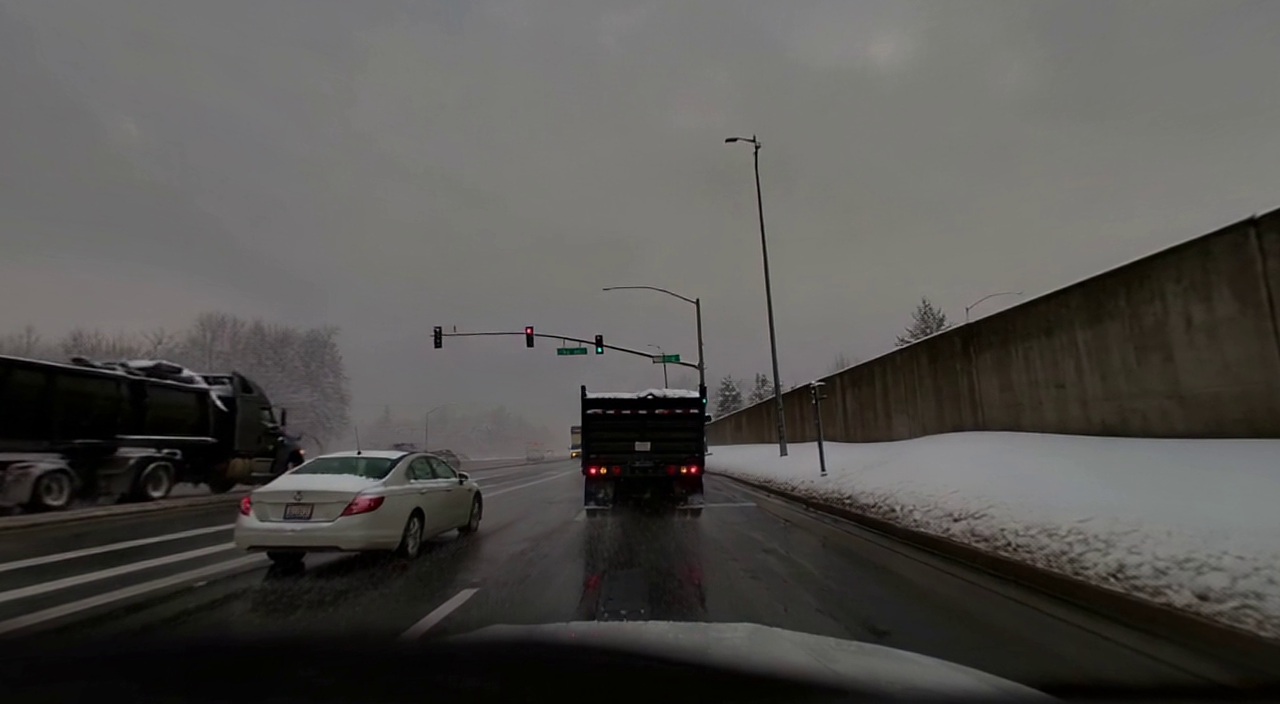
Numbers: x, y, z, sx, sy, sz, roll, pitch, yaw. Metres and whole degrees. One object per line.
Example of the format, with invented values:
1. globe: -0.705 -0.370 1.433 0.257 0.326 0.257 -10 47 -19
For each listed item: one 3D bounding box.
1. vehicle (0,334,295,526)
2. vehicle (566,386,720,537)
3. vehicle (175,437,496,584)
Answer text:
1. vehicle: -13.425 2.184 17.055 3.016 3.847 8.707 0 -8 1
2. vehicle: 0.071 2.084 12.471 2.355 2.305 5.336 0 -8 1
3. vehicle: -3.703 1.998 8.999 2.019 1.480 4.966 0 -8 1
